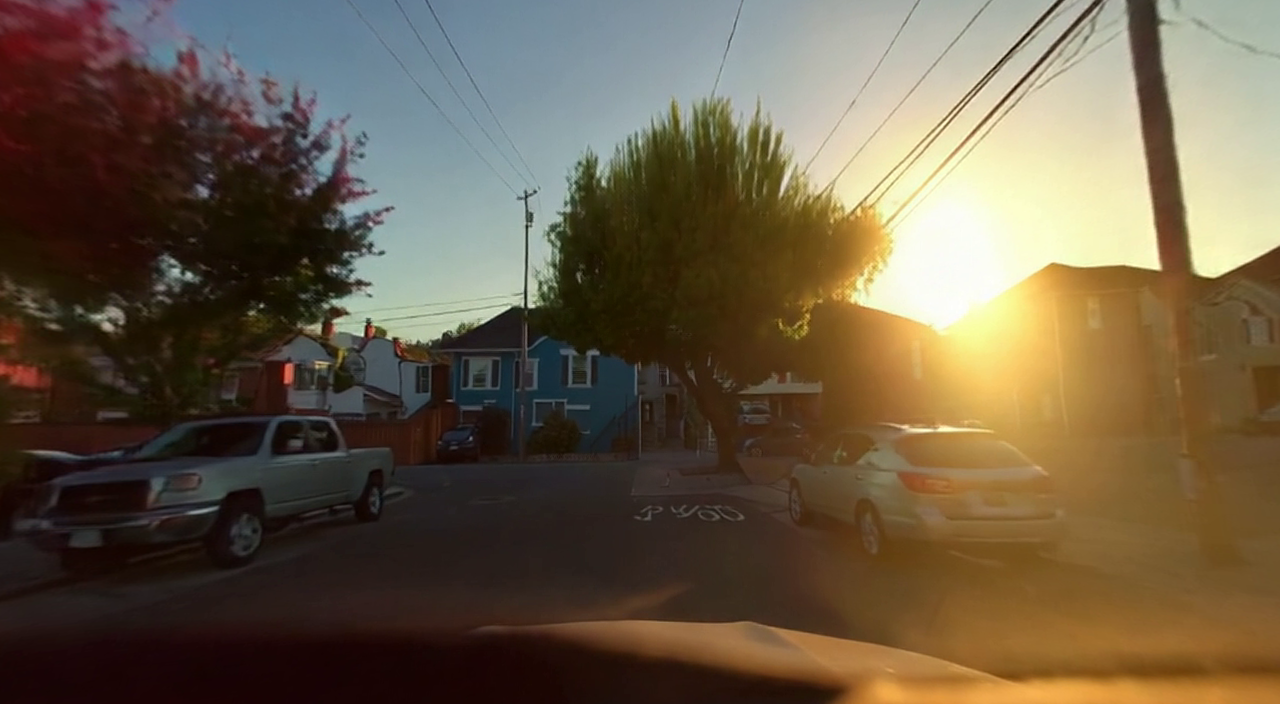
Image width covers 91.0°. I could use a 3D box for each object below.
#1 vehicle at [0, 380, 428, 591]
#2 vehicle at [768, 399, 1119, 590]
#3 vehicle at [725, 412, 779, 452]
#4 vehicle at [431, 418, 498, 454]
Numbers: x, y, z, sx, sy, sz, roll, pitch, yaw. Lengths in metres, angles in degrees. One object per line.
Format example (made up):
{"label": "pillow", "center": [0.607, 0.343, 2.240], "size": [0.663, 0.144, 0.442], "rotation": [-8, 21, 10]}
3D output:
{"label": "vehicle", "center": [-5.479, 1.787, 9.477], "size": [2.480, 2.084, 6.353], "rotation": [0, -9, -1]}
{"label": "vehicle", "center": [3.429, 1.726, 8.547], "size": [2.109, 1.811, 4.886], "rotation": [0, -9, -3]}
{"label": "vehicle", "center": [5.767, 4.185, 33.027], "size": [2.081, 1.891, 4.367], "rotation": [0, -7, 1]}
{"label": "vehicle", "center": [-9.123, 4.480, 33.191], "size": [2.091, 1.760, 4.760], "rotation": [0, -9, 1]}
